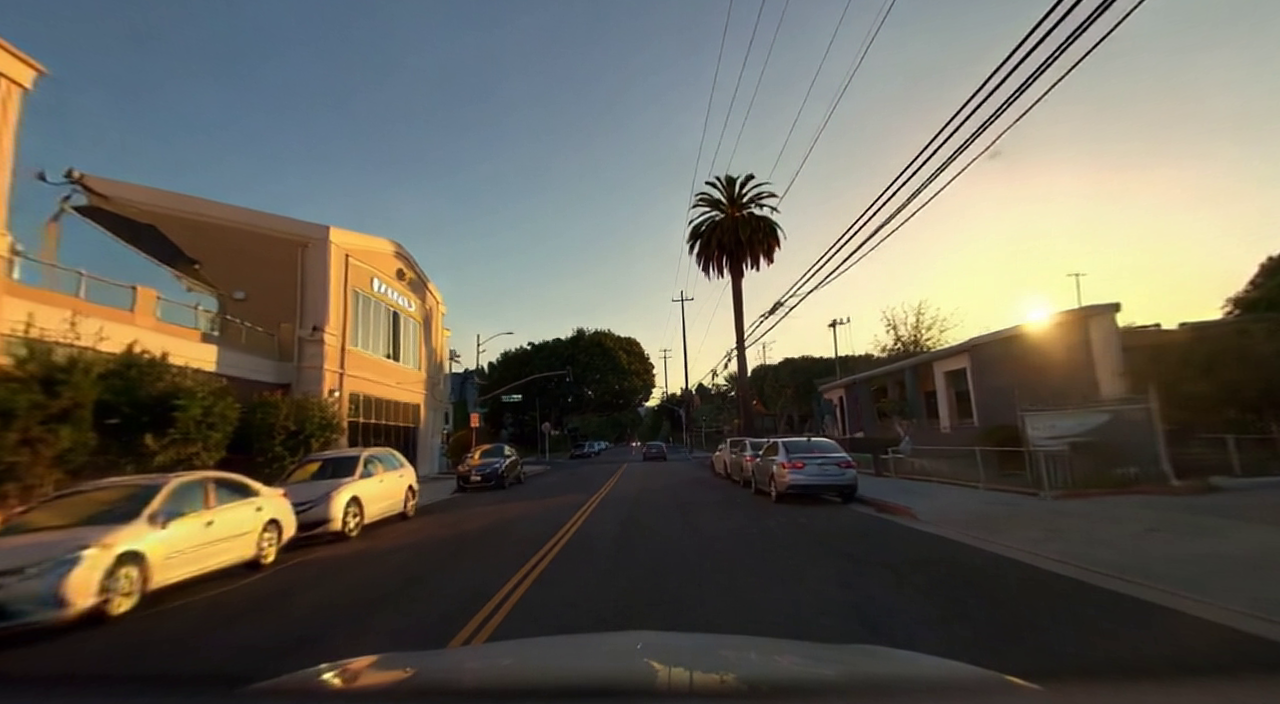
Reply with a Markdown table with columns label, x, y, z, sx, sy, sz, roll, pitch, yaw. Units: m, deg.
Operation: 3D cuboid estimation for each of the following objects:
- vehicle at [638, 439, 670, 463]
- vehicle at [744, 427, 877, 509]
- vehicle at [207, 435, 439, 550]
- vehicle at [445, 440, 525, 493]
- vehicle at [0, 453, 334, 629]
| label | x | y | z | sx | sy | sz | roll | pitch | yaw |
| --- | --- | --- | --- | --- | --- | --- | --- | --- | --- |
| vehicle | 0.896 | 6.939 | 44.273 | 2.125 | 1.524 | 4.404 | 0 | -8 | 0 |
| vehicle | 3.791 | 2.674 | 14.994 | 1.948 | 1.607 | 4.873 | -1 | -8 | 2 |
| vehicle | -6.139 | 2.732 | 13.216 | 2.007 | 1.876 | 5.361 | 0 | -8 | 1 |
| vehicle | -5.962 | 4.440 | 24.950 | 2.126 | 1.864 | 4.831 | 0 | -8 | -2 |
| vehicle | -6.000 | 2.141 | 8.188 | 1.931 | 1.574 | 4.360 | 0 | -8 | -2 |
